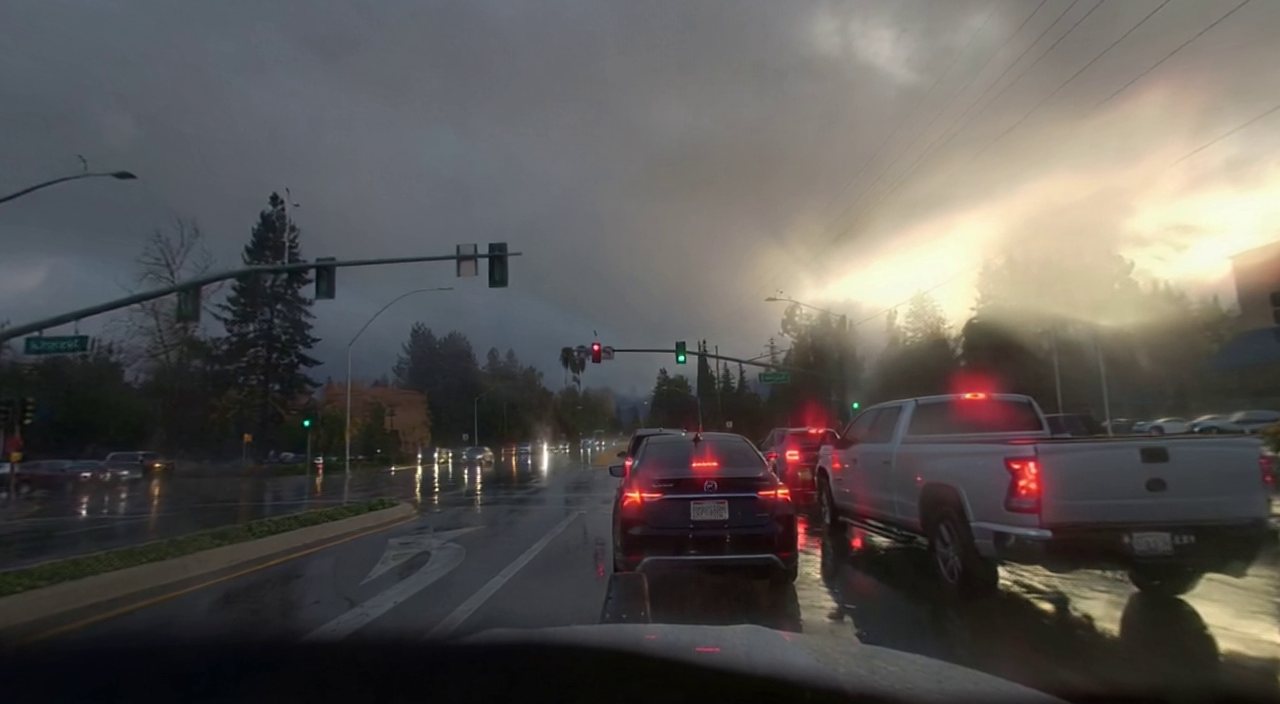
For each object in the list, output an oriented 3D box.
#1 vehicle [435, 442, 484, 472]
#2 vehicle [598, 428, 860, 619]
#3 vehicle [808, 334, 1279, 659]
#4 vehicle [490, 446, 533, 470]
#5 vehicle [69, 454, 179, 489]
[{"bbox_3d":[-11.874,6.910,41.818,1.991,1.844,4.393,0,-8,-1],"label":"vehicle"},{"bbox_3d":[0.610,1.599,6.819,2.038,1.447,3.756,0,-8,-3],"label":"vehicle"},{"bbox_3d":[3.798,1.308,6.853,2.358,2.116,5.328,0,-8,-1],"label":"vehicle"},{"bbox_3d":[-8.443,7.007,41.874,2.002,1.469,4.301,0,-8,-1],"label":"vehicle"},{"bbox_3d":[-29.082,6.695,35.600,4.789,1.828,2.025,-2,-9,10],"label":"vehicle"}]
